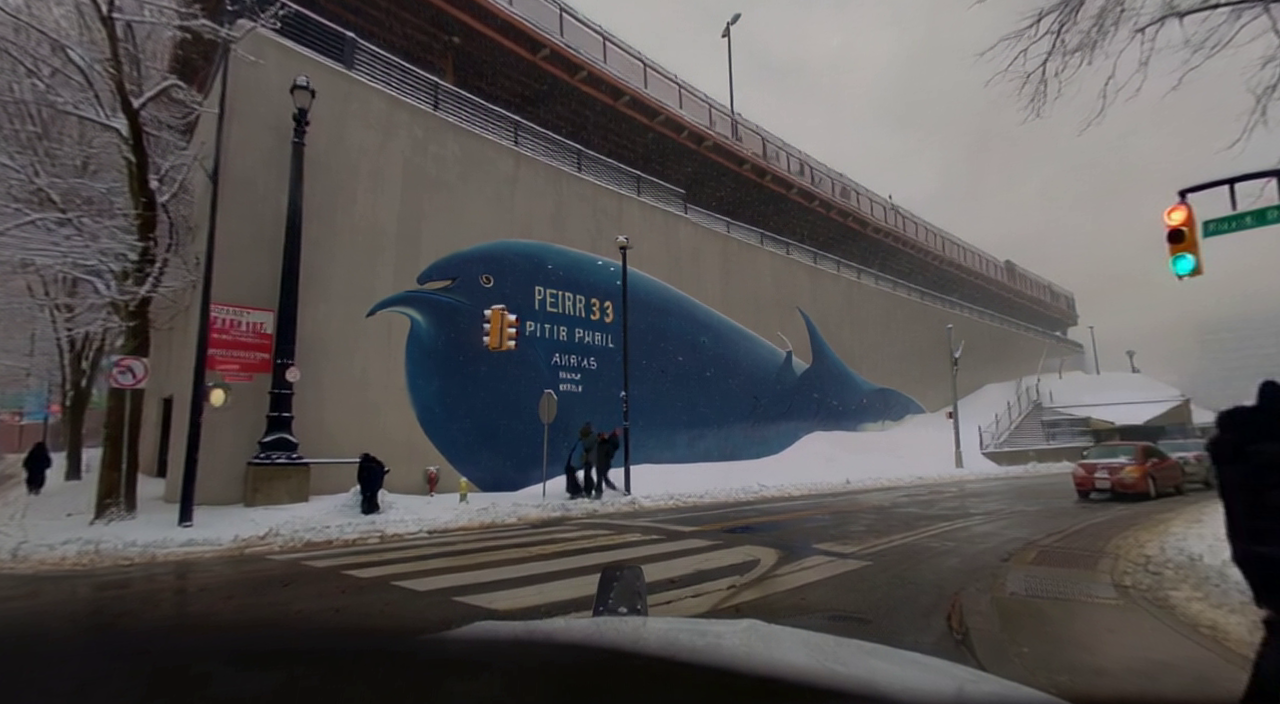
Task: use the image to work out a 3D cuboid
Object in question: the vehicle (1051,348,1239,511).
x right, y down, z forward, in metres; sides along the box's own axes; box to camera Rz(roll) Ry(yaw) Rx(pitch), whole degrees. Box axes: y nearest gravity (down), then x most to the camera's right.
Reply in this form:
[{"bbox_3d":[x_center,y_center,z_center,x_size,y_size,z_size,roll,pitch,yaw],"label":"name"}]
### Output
[{"bbox_3d":[15.796,2.432,19.279,9.347,3.893,2.849,7,-11,-43],"label":"vehicle"}]
